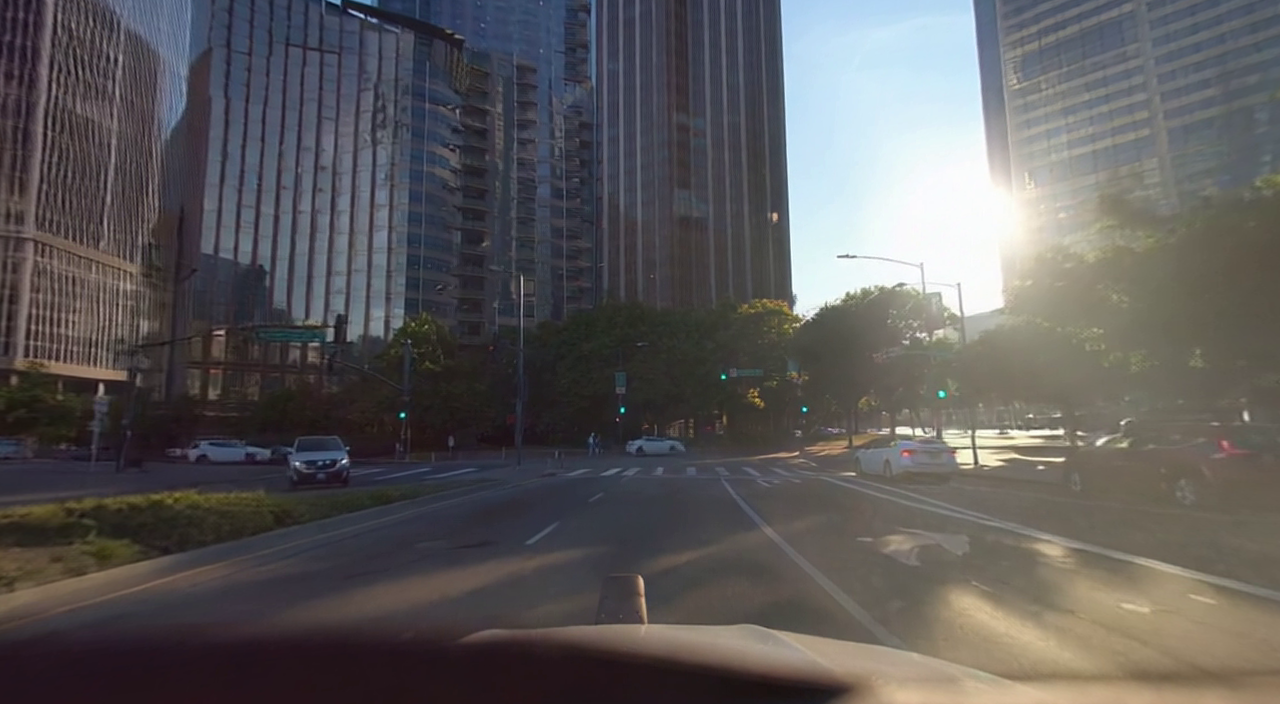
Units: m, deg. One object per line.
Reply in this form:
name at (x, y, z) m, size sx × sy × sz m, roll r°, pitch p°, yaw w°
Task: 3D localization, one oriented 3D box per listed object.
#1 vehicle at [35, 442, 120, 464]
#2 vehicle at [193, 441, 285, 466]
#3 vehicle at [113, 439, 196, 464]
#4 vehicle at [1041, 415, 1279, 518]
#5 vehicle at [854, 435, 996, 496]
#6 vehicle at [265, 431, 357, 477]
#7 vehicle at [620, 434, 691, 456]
vehicle at (-40.408, 7.253, 45.429) m, size 4.379 × 1.444 × 1.781 m, roll 0°, pitch -8°, yaw 0°
vehicle at (-25.024, 6.323, 39.530) m, size 4.503 × 1.475 × 1.789 m, roll 0°, pitch -8°, yaw -1°
vehicle at (-34.873, 7.128, 45.471) m, size 4.326 × 1.700 × 1.946 m, roll 0°, pitch -8°, yaw -1°
vehicle at (11.366, 2.403, 13.767) m, size 2.027 × 1.810 × 4.854 m, roll 0°, pitch -8°, yaw 0°
vehicle at (8.011, 3.223, 18.359) m, size 1.936 × 1.489 × 4.885 m, roll 0°, pitch -8°, yaw 1°
vehicle at (-15.352, 4.718, 29.408) m, size 4.779 × 1.910 × 2.125 m, roll -8°, pitch -11°, yaw 41°
vehicle at (1.050, 6.395, 43.264) m, size 4.762 × 1.420 × 1.814 m, roll 0°, pitch -8°, yaw 0°
